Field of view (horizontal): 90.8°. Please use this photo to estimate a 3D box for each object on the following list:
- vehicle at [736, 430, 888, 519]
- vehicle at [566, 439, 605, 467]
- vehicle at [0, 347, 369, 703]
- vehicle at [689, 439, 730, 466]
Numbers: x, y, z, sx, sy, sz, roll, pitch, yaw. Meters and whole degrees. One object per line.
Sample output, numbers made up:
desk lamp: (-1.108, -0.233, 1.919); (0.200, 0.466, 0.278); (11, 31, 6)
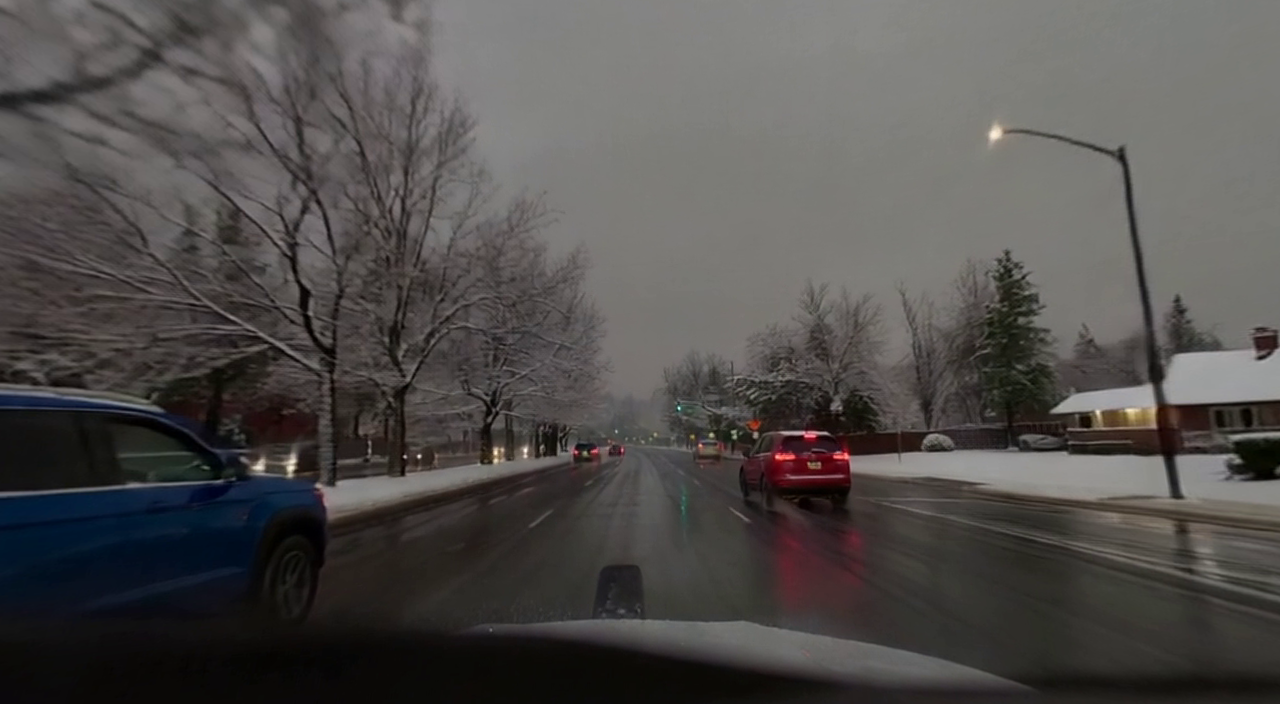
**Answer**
vehicle: (3.593, 2.639, 14.174); (2.132, 1.659, 4.387); (0, -8, -1)
vehicle: (-3.237, 6.101, 38.364); (1.988, 1.569, 4.202); (0, -8, 0)
vehicle: (-3.468, 0.968, 3.312); (2.045, 1.688, 4.632); (0, -8, 0)
vehicle: (4.599, 6.725, 42.465); (2.169, 1.669, 4.037); (0, -8, -1)
